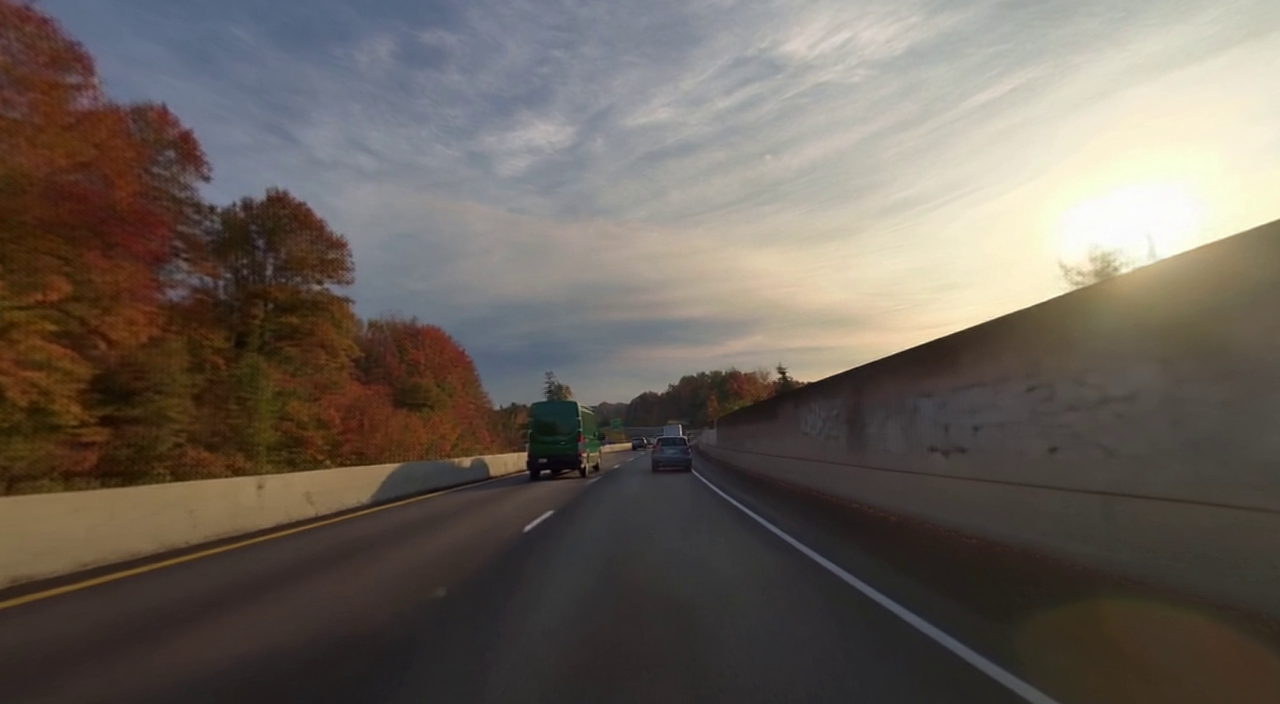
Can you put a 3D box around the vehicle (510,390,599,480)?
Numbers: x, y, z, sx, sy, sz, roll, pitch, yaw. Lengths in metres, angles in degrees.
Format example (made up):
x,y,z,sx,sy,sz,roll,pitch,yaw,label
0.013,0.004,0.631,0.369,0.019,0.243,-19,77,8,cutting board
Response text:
x,y,z,sx,sy,sz,roll,pitch,yaw,label
-2.822,2.935,22.095,2.334,2.769,5.087,0,-8,1,vehicle

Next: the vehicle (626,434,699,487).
x,y,z,sx,sy,sz,roll,pitch,yaw,label
0.681,3.350,19.812,2.071,1.487,3.948,0,-8,1,vehicle
